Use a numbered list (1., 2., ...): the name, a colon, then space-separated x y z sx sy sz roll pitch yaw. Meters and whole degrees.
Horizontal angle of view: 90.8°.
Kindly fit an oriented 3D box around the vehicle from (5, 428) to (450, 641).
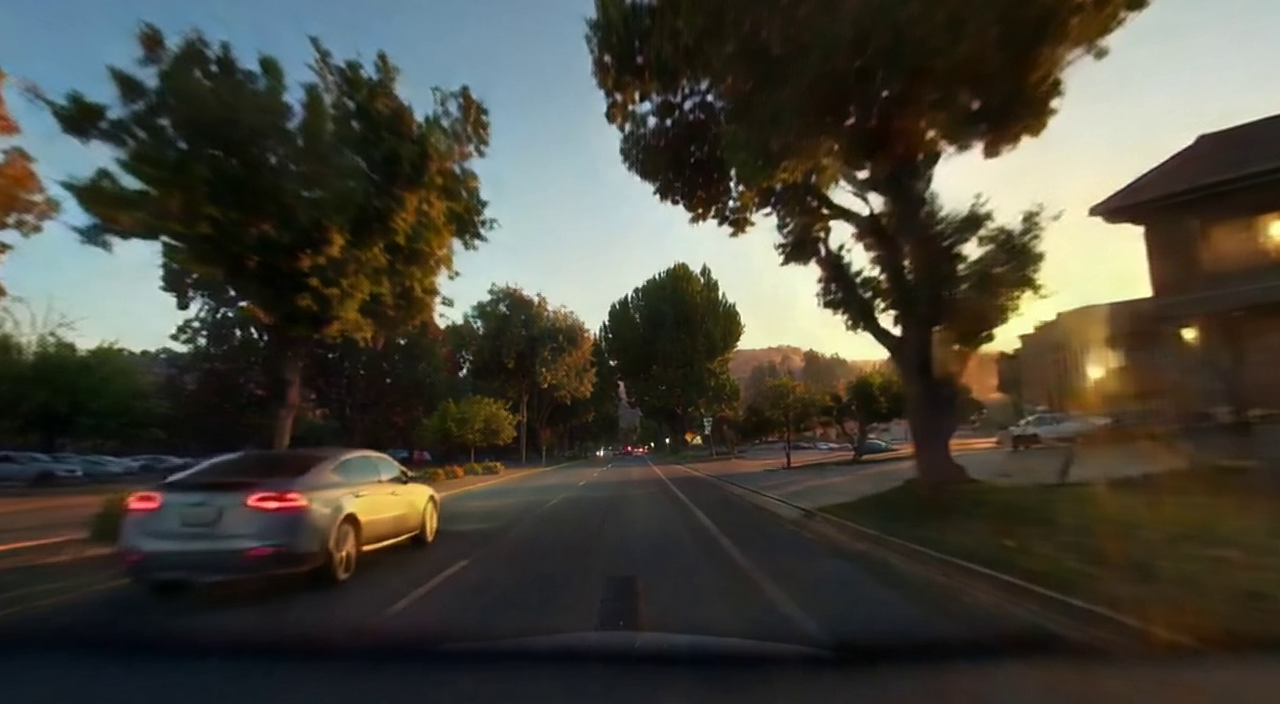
1. vehicle: -3.655 1.646 6.699 2.030 1.550 3.925 0 -9 0
